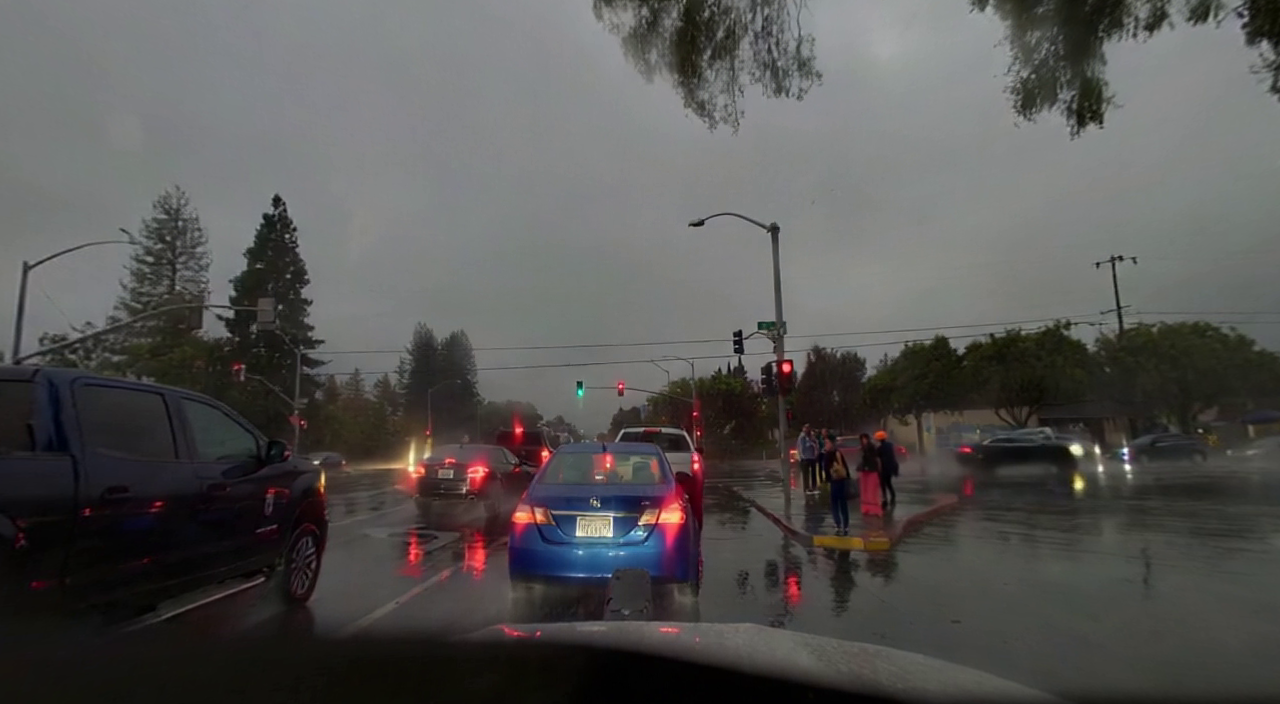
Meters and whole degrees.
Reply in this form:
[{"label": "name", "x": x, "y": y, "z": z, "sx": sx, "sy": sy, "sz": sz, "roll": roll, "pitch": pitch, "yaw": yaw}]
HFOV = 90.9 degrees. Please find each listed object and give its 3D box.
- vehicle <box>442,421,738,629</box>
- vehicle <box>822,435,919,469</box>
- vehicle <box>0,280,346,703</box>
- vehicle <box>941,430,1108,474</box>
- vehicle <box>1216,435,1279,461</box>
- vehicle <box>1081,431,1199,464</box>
[{"label": "vehicle", "x": -0.357, "y": 1.598, "z": 6.873, "sx": 2.144, "sy": 1.497, "sz": 4.446, "roll": 0, "pitch": -9, "yaw": 0}, {"label": "vehicle", "x": 12.229, "y": 5.328, "z": 33.638, "sx": 4.394, "sy": 1.724, "sz": 1.886, "roll": 0, "pitch": -9, "yaw": 1}, {"label": "vehicle", "x": -3.684, "y": 0.745, "z": 2.842, "sx": 2.202, "sy": 1.961, "sz": 4.980, "roll": 0, "pitch": -9, "yaw": 1}, {"label": "vehicle", "x": 15.158, "y": 3.993, "z": 25.192, "sx": 5.192, "sy": 1.620, "sz": 2.072, "roll": -2, "pitch": -9, "yaw": 13}, {"label": "vehicle", "x": 36.364, "y": 5.509, "z": 36.153, "sx": 4.643, "sy": 1.464, "sz": 1.840, "roll": -1, "pitch": -9, "yaw": 3}, {"label": "vehicle", "x": 29.051, "y": 5.560, "z": 36.725, "sx": 4.967, "sy": 1.794, "sz": 2.044, "roll": -1, "pitch": -9, "yaw": 2}]
